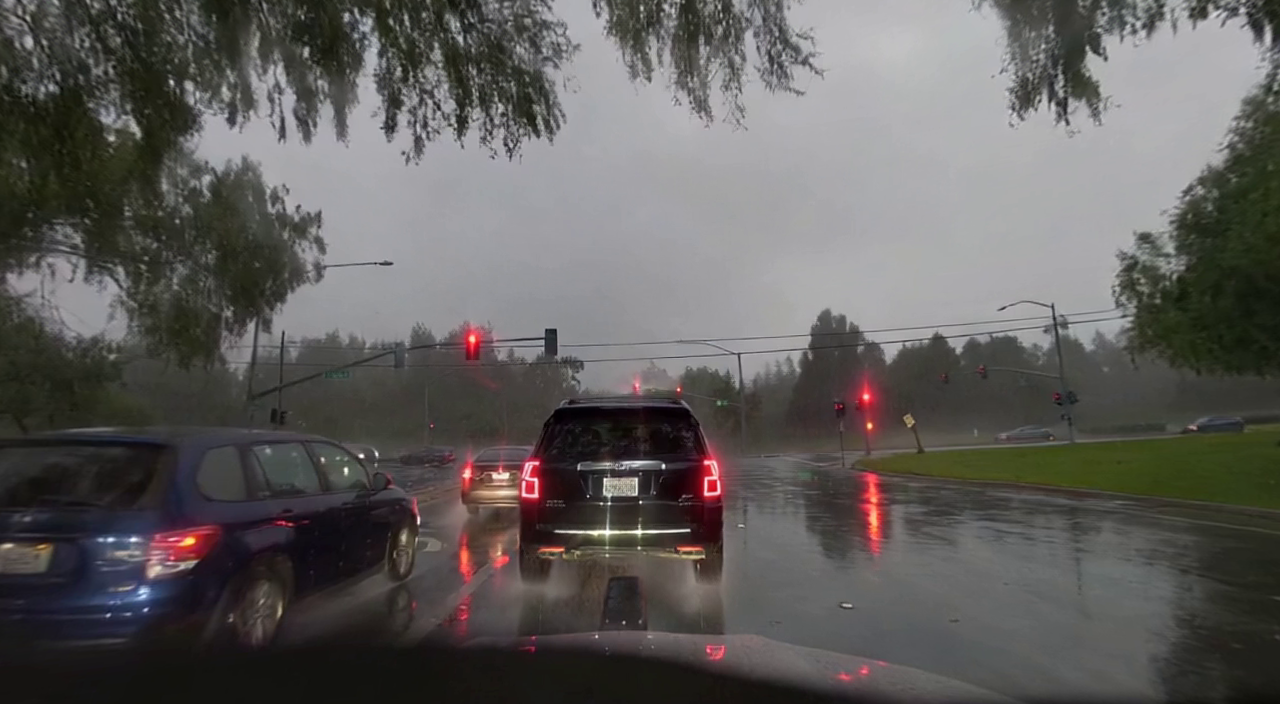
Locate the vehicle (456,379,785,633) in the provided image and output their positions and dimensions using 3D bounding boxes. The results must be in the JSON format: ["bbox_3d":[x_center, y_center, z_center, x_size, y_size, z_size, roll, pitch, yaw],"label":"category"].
[{"bbox_3d":[-0.166,1.380,6.573,2.298,1.770,4.138,0,-8,-1],"label":"vehicle"}]

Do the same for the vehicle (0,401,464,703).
[{"bbox_3d":[-3.308,1.362,5.552,2.061,1.504,5.142,0,-8,0],"label":"vehicle"}]
